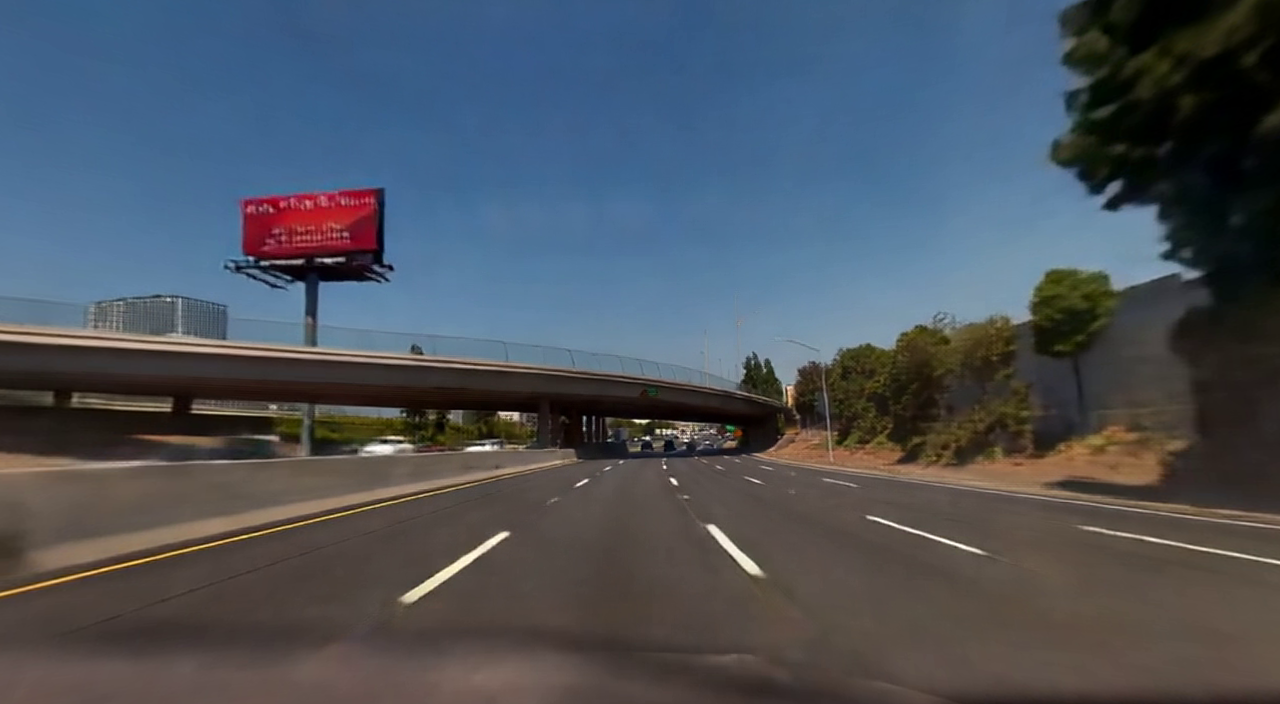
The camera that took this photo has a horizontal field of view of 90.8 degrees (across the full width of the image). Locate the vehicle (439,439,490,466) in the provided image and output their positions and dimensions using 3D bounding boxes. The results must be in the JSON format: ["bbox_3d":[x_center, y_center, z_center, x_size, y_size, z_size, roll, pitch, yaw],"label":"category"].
[{"bbox_3d":[-11.470,6.572,41.568,1.908,1.673,4.368,0,-8,2],"label":"vehicle"}]

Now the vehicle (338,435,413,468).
[{"bbox_3d":[-15.175,5.725,36.568,2.039,1.789,5.005,0,-8,1],"label":"vehicle"}]

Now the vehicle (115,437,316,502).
[{"bbox_3d":[-11.011,3.047,16.948,1.958,1.477,4.713,0,-8,3],"label":"vehicle"}]

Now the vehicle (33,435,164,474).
[{"bbox_3d":[-22.716,4.303,26.739,1.869,1.518,4.116,0,-8,0],"label":"vehicle"}]
